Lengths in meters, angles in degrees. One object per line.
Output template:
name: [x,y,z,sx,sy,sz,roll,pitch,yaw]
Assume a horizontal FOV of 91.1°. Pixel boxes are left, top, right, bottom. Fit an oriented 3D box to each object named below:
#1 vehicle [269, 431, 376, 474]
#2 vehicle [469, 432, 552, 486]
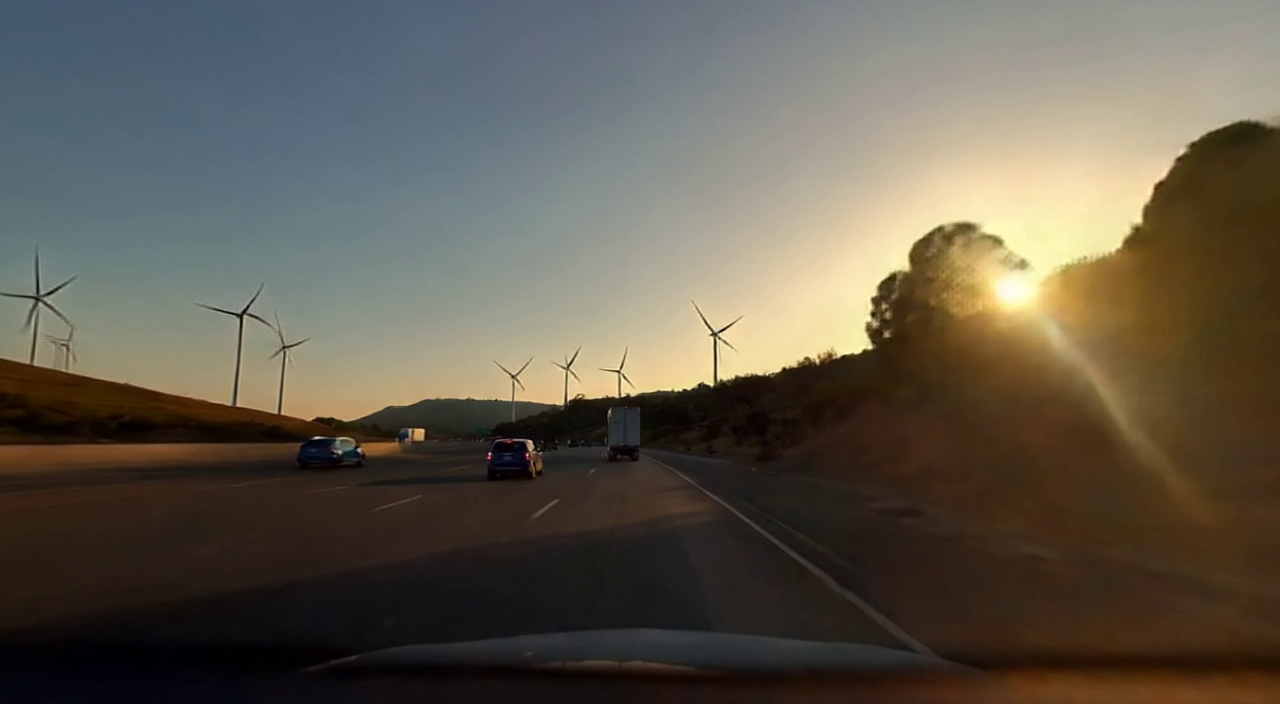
vehicle: [-15.030,4.799,30.168,2.285,1.835,5.672,0,-8,-1]
vehicle: [-4.376,3.671,21.833,2.109,1.684,3.783,0,-8,-1]
